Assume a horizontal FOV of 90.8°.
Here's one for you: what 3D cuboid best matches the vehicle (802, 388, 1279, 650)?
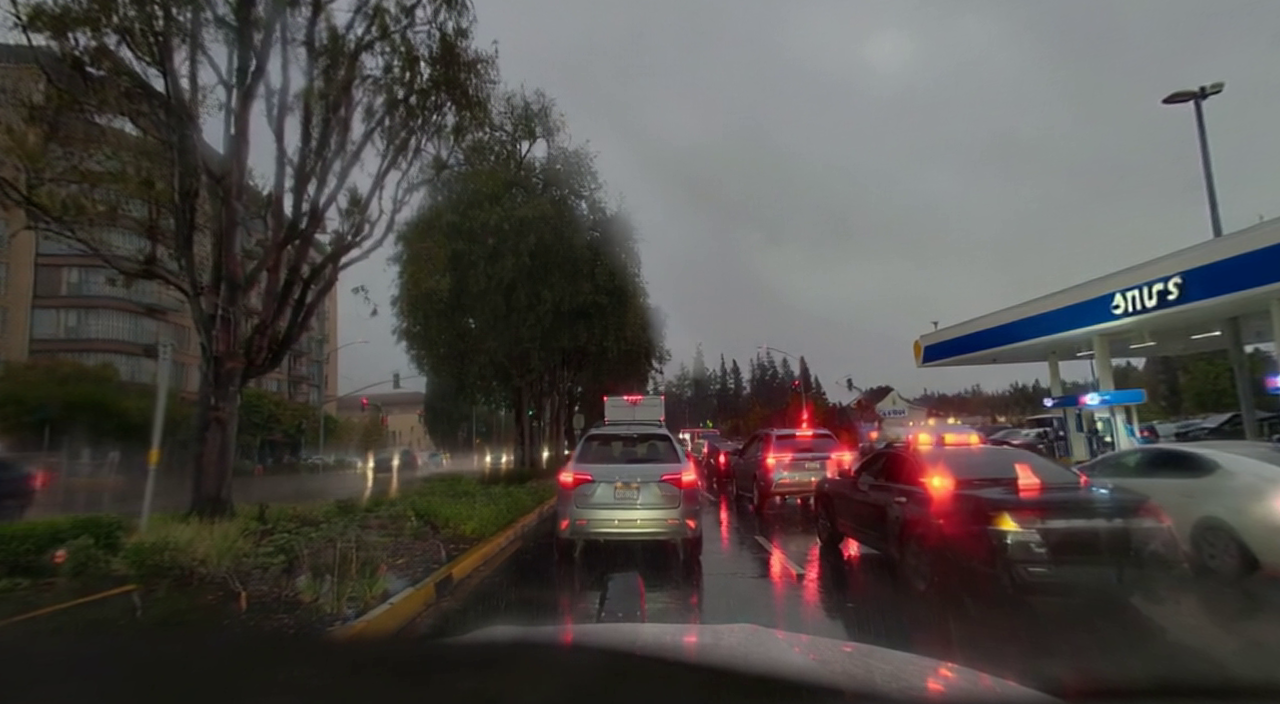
[{"bbox_3d":[3.365,1.422,6.439,2.056,1.700,4.399,0,-9,-3],"label":"vehicle"}]

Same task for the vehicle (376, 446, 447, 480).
[{"bbox_3d":[-11.402,5.547,31.863,1.955,1.546,4.232,0,-9,1],"label":"vehicle"}]

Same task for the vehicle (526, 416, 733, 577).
[{"bbox_3d":[-0.151,1.761,8.387,2.106,1.613,3.697,0,-9,-1],"label":"vehicle"}]

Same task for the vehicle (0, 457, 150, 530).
[{"bbox_3d":[-14.681,3.335,15.299,2.011,1.465,4.528,0,-9,0],"label":"vehicle"}]
